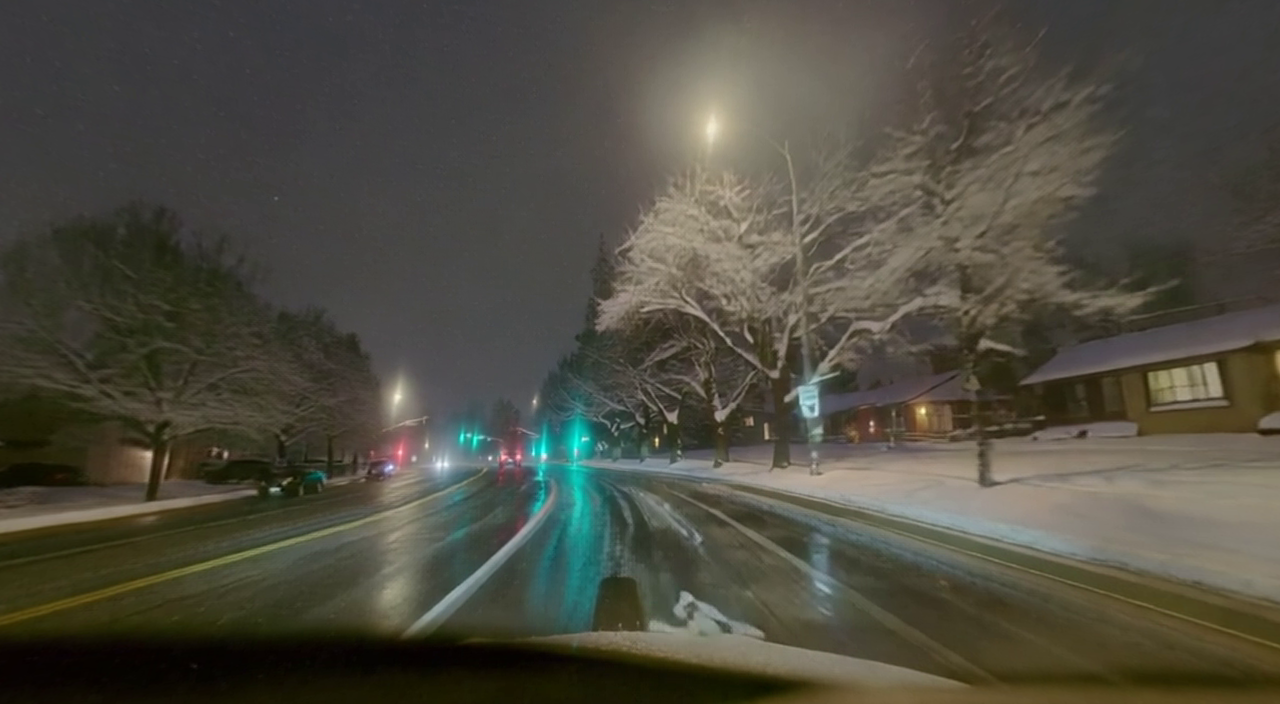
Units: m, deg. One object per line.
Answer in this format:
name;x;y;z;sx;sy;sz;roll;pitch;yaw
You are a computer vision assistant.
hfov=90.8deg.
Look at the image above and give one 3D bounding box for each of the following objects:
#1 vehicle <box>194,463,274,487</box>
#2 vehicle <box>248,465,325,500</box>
vehicle;-27.230;8.244;42.475;4.024;1.515;1.857;2;-9;-15
vehicle;-17.375;6.411;31.314;1.911;1.436;4.554;1;-9;-10
